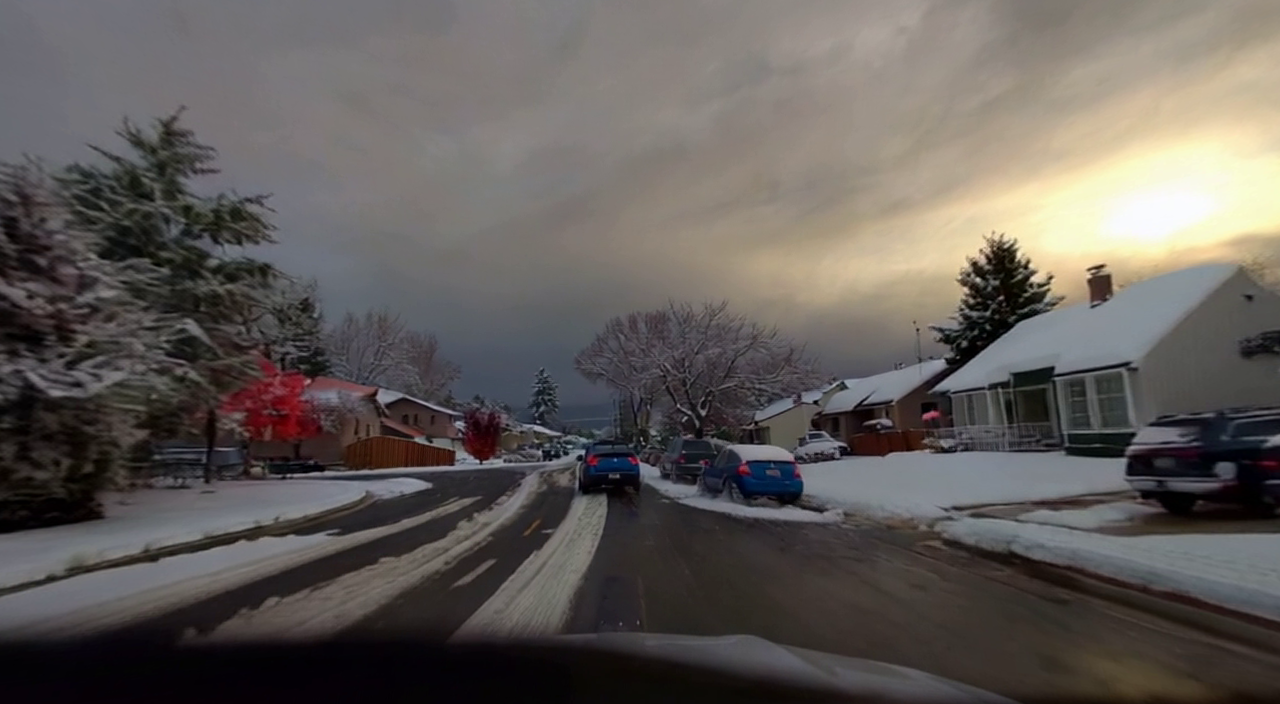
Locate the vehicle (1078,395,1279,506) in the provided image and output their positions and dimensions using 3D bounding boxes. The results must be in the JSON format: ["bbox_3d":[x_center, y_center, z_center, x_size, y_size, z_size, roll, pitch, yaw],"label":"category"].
[{"bbox_3d":[10.205,1.633,10.566,4.599,1.599,1.926,1,-10,-11],"label":"vehicle"}]

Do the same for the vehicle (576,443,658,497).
[{"bbox_3d":[-0.839,3.566,19.502,2.192,1.474,4.192,1,-9,-7],"label":"vehicle"}]

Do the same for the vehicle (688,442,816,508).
[{"bbox_3d":[2.734,3.131,16.634,2.089,1.462,4.529,1,-9,-6],"label":"vehicle"}]
